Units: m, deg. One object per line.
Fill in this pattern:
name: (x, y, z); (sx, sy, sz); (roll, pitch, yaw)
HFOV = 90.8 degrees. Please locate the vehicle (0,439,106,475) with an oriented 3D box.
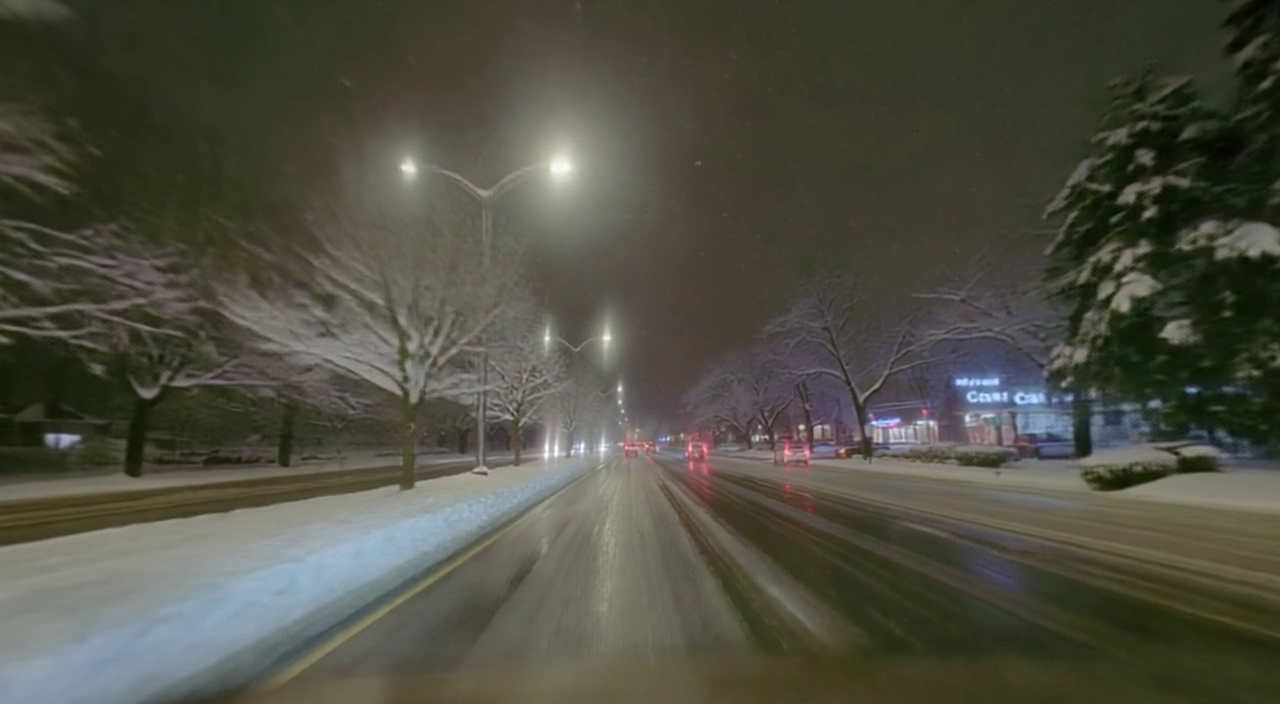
vehicle: (-28.894, 5.081, 30.565); (4.208, 1.648, 1.980); (0, -8, -3)

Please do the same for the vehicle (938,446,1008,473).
vehicle: (19.546, 6.298, 37.315); (1.972, 1.461, 4.021); (1, -8, 0)

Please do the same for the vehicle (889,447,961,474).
vehicle: (16.532, 6.310, 36.906); (1.863, 1.445, 4.703); (0, -8, -2)

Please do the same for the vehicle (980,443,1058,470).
vehicle: (22.340, 6.182, 37.493); (1.895, 1.471, 4.511); (-2, -9, 2)

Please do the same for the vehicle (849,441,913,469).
vehicle: (16.266, 6.958, 42.978); (2.052, 1.749, 5.213); (0, -8, -3)
